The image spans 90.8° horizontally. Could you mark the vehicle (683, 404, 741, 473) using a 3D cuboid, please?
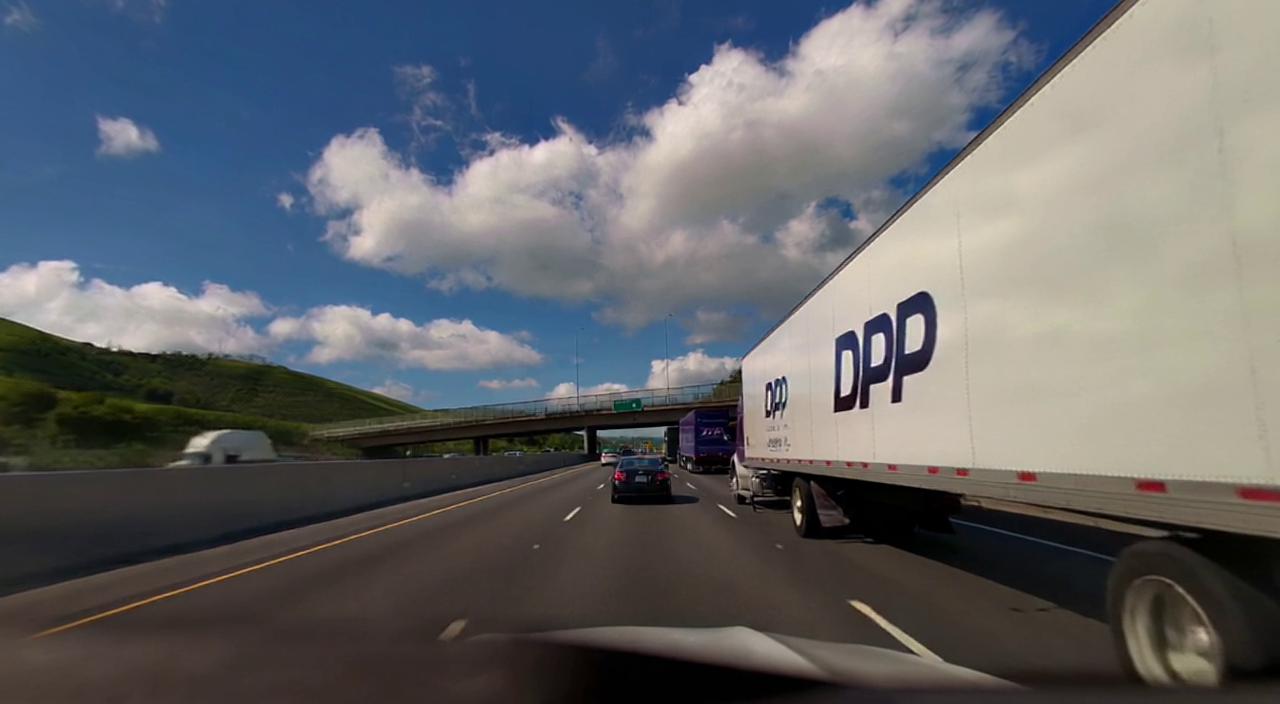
[{"bbox_3d":[4.569,5.785,41.777,2.801,4.039,8.684,0,-9,0],"label":"vehicle"}]

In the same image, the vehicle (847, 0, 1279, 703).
[{"bbox_3d":[4.135,0.028,3.972,2.802,3.956,8.291,0,-9,0],"label":"vehicle"}]

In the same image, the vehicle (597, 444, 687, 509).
[{"bbox_3d":[0.046,3.114,16.150,2.029,1.437,3.794,0,-9,0],"label":"vehicle"}]
